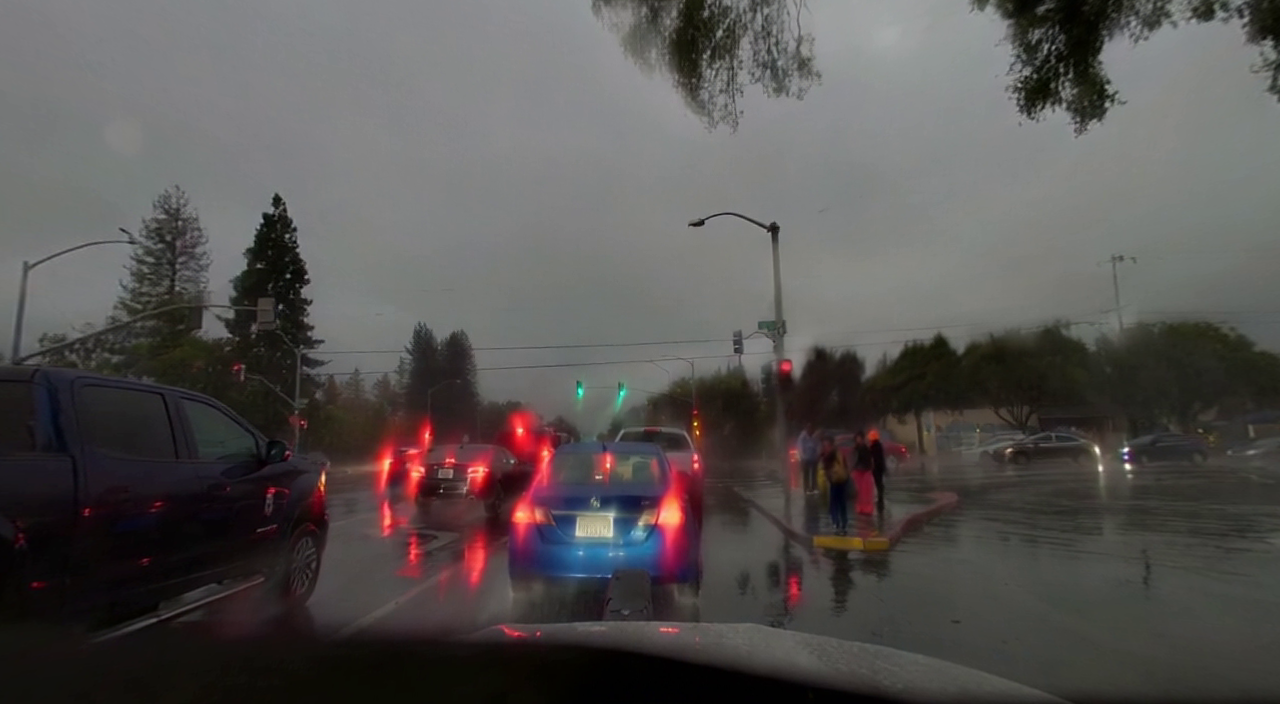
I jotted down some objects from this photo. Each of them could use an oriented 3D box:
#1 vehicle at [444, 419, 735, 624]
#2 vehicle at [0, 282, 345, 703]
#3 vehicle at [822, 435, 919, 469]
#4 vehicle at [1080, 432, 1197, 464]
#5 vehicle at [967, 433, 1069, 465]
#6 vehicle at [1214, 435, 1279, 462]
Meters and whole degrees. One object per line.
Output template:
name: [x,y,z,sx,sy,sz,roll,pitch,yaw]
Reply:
vehicle: [-0.375,1.593,6.947,2.144,1.497,4.446,0,-9,0]
vehicle: [-3.687,0.750,2.822,2.202,1.961,4.980,0,-9,1]
vehicle: [12.200,5.341,33.624,4.394,1.724,1.886,0,-9,1]
vehicle: [28.933,5.577,36.712,4.967,1.794,2.044,0,-9,2]
vehicle: [21.939,5.658,36.709,4.529,1.786,2.110,0,-9,2]
vehicle: [36.257,5.519,36.144,4.643,1.464,1.840,0,-9,2]
